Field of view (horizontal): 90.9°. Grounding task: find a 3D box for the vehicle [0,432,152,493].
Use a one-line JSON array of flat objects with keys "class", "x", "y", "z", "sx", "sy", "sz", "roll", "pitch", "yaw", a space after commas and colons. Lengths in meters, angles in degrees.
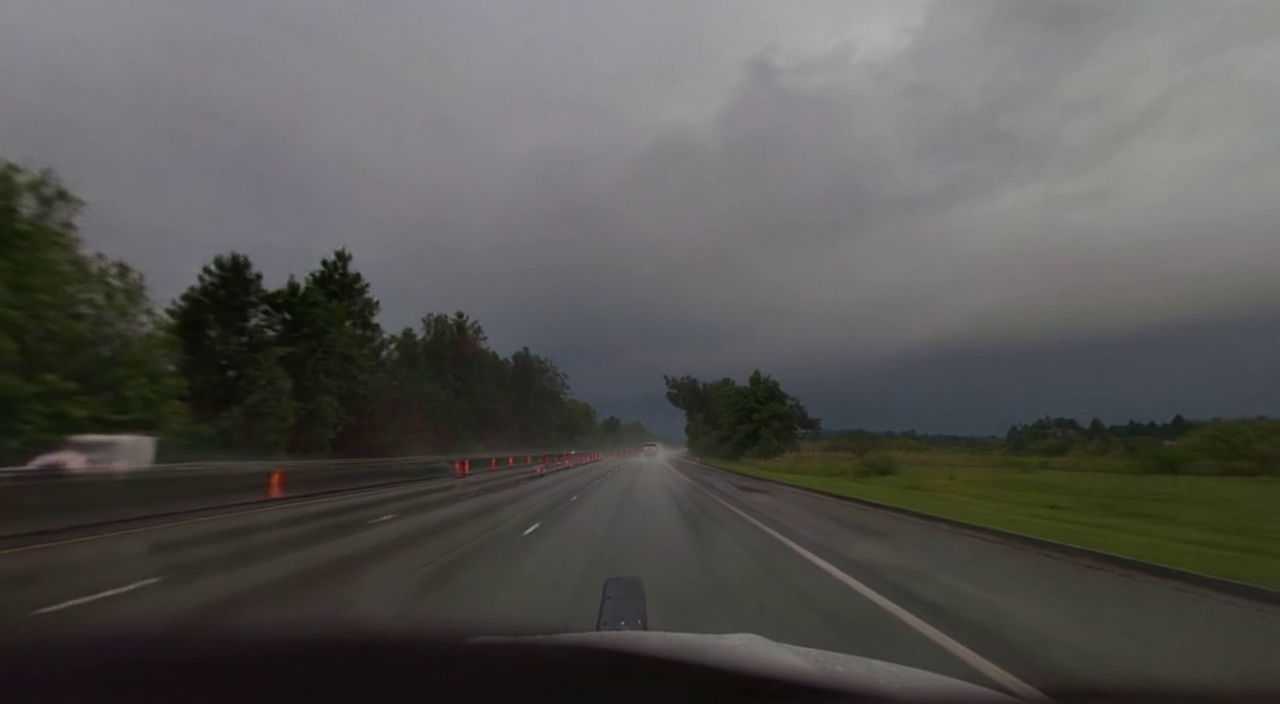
[{"class": "vehicle", "x": -20.513, "y": 3.883, "z": 22.436, "sx": 2.098, "sy": 1.880, "sz": 5.117, "roll": 0, "pitch": -9, "yaw": 1}]
